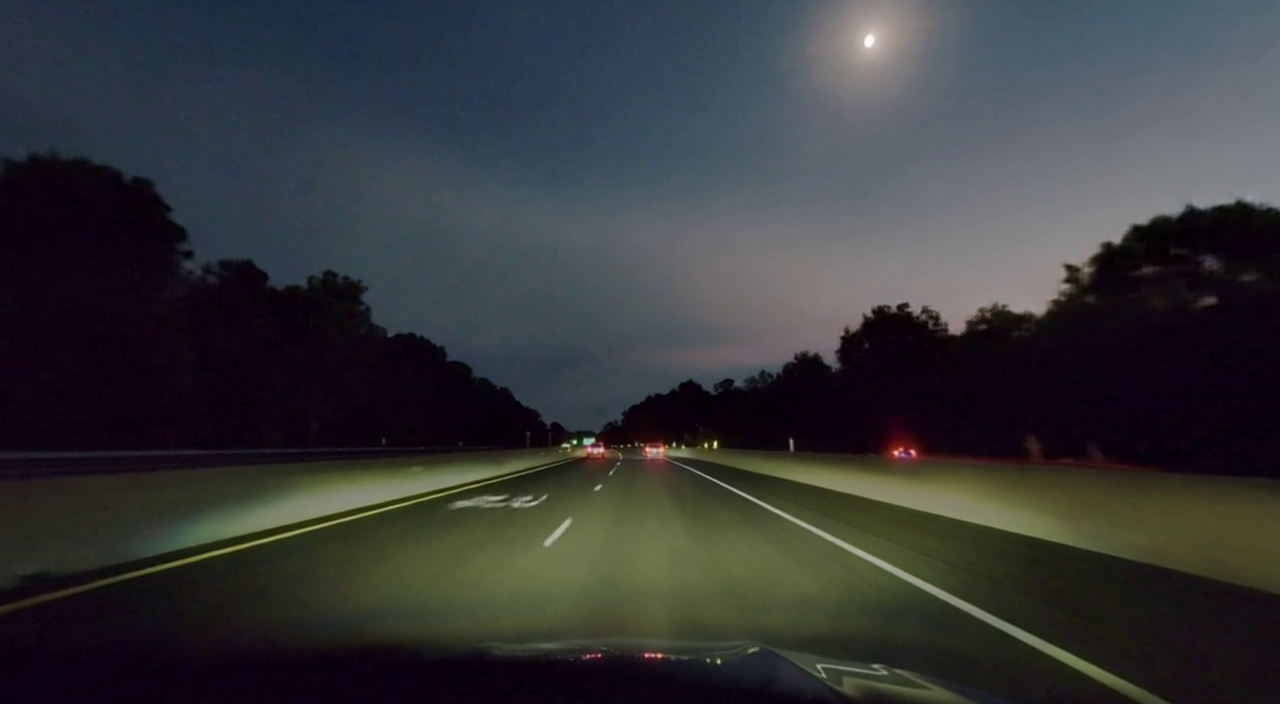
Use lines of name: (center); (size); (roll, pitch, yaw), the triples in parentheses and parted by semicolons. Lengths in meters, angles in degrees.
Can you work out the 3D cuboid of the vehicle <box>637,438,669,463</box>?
vehicle: (0.828, 6.531, 41.775); (1.966, 1.542, 3.979); (0, -8, -1)
